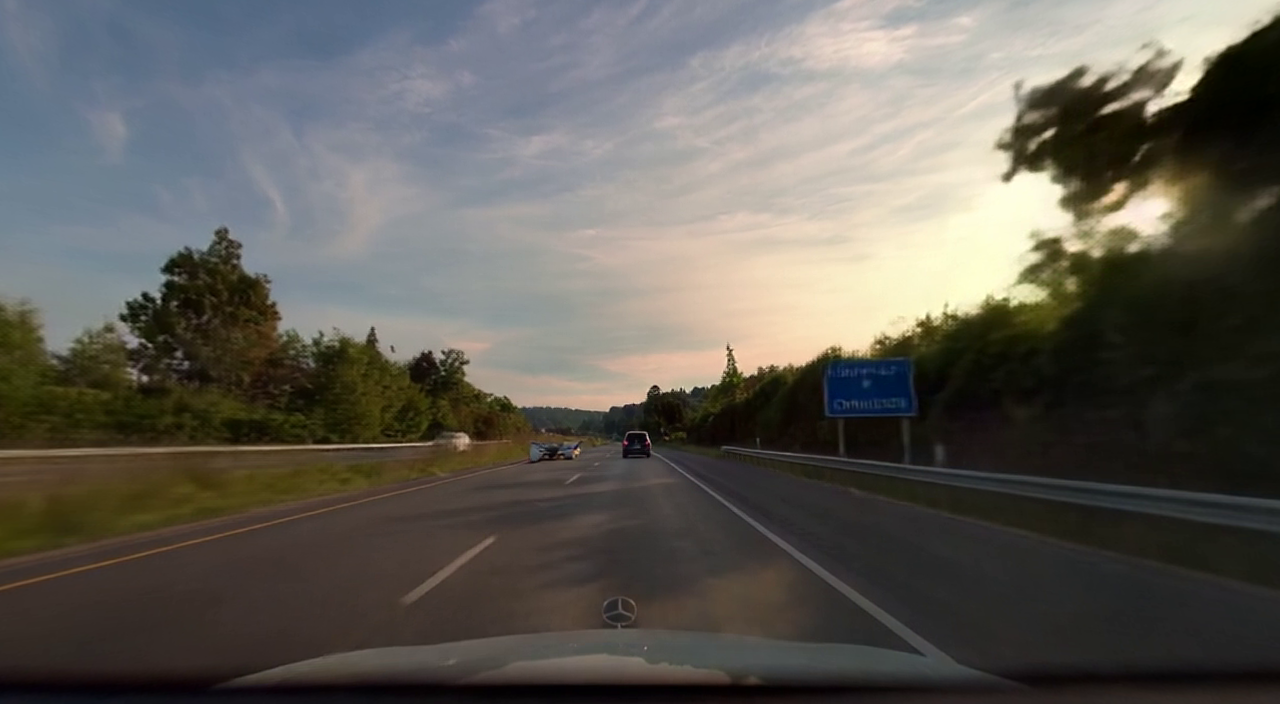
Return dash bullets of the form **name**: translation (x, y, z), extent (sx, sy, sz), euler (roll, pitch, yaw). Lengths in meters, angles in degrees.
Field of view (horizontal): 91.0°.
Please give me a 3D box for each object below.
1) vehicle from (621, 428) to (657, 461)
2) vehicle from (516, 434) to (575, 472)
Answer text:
- **vehicle**: translation (-0.116, 5.923, 40.448), extent (2.223, 1.957, 4.416), euler (0, -8, -1)
- **vehicle**: translation (-4.153, 4.496, 28.326), extent (2.062, 1.567, 4.117), euler (0, -8, 0)
